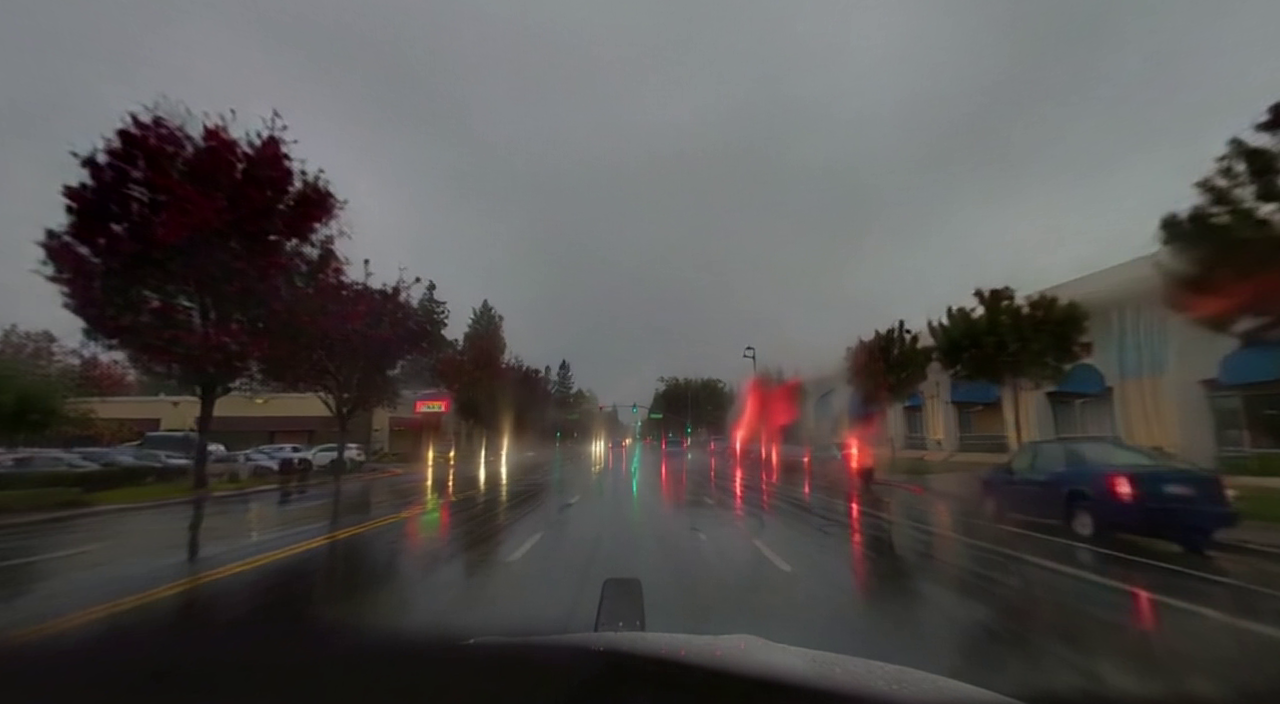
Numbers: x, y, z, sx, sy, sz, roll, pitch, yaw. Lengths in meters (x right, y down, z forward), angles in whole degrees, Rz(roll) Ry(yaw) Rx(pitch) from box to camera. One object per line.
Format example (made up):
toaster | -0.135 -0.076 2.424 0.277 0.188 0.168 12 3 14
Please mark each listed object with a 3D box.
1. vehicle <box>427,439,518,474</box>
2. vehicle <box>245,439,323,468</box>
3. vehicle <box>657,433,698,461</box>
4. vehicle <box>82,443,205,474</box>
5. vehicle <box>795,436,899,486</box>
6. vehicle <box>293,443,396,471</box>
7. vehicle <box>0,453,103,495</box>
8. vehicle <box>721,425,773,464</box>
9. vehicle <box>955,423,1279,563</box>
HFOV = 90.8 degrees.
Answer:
vehicle | -8.457 5.193 31.670 4.700 1.567 2.165 -8 -11 42
vehicle | -24.792 7.149 44.227 1.980 1.780 4.859 -4 -11 12
vehicle | 2.540 6.587 43.977 2.293 1.814 4.589 0 -8 -3
vehicle | -25.346 5.417 32.485 1.893 1.477 4.621 -3 -9 15
vehicle | 7.372 3.936 23.163 1.951 1.601 5.147 0 -8 -2
vehicle | -16.030 5.703 34.351 4.635 1.457 2.060 -2 -8 10
vehicle | -23.732 4.654 24.268 1.768 1.429 4.423 -2 -8 13
vehicle | 7.091 6.233 42.595 2.323 2.433 5.901 0 -8 -1
vehicle | 7.214 2.058 10.042 1.994 1.691 4.472 0 -8 -1
